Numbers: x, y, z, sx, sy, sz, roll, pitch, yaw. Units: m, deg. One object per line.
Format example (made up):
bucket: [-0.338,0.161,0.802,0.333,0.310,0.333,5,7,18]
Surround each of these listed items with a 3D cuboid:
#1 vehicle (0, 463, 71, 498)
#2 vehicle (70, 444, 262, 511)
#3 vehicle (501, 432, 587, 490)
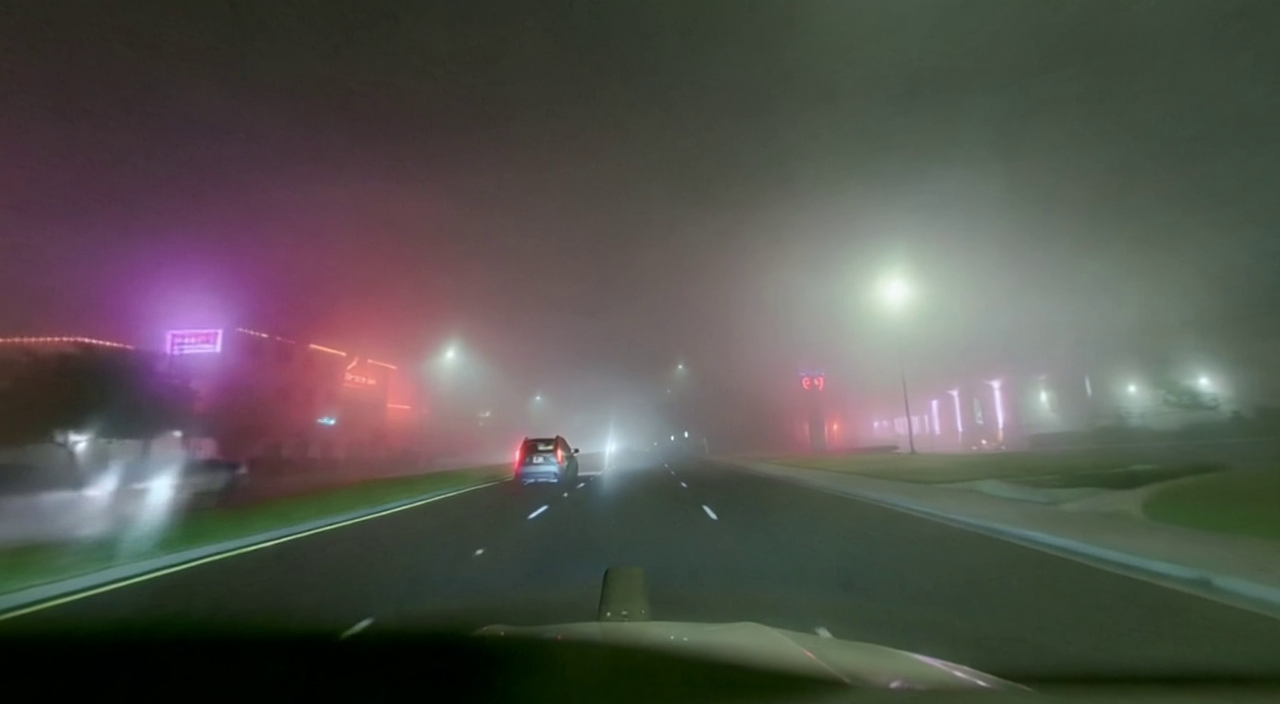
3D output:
vehicle: [-30.589,6.228,30.687,1.839,1.556,4.033,0,-8,2]
vehicle: [-13.804,3.639,18.841,2.034,1.727,4.654,0,-8,1]
vehicle: [-3.050,3.576,21.066,2.062,1.693,4.669,0,-8,1]
